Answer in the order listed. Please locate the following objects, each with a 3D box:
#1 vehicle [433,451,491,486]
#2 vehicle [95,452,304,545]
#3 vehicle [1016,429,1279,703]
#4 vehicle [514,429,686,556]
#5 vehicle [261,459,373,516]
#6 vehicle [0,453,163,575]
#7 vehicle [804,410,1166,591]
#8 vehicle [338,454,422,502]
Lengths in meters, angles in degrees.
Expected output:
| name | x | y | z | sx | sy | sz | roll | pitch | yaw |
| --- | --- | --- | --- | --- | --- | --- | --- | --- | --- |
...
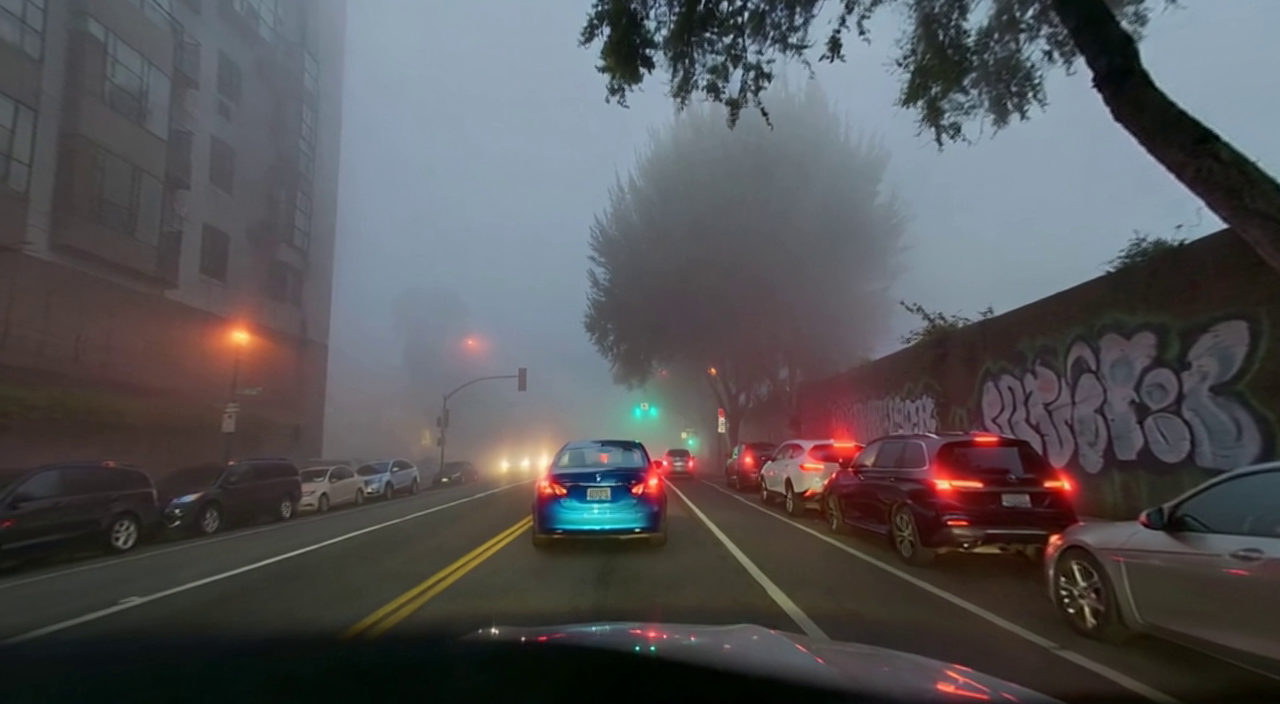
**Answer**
| name | x | y | z | sx | sy | sz | roll | pitch | yaw |
| --- | --- | --- | --- | --- | --- | --- | --- | --- | --- |
| vehicle | -10.930 | 7.147 | 39.199 | 2.199 | 1.717 | 4.888 | -6 | -8 | -2 |
| vehicle | -10.942 | 3.588 | 16.211 | 2.276 | 1.741 | 4.439 | -6 | -8 | -1 |
| vehicle | 4.195 | 1.179 | 3.064 | 1.955 | 1.535 | 4.266 | 2 | -8 | -3 |
| vehicle | -0.521 | 2.096 | 10.203 | 2.166 | 1.579 | 4.300 | 0 | -8 | 0 |
| vehicle | -11.013 | 4.602 | 21.888 | 1.741 | 1.506 | 4.370 | -4 | -8 | -2 |
| vehicle | -10.824 | 2.738 | 10.690 | 1.988 | 1.781 | 4.827 | -5 | -8 | -3 |
| vehicle | 4.194 | 1.879 | 9.078 | 2.097 | 1.811 | 5.230 | 0 | -8 | -2 |
| vehicle | -11.058 | 5.340 | 27.178 | 1.822 | 1.639 | 4.144 | -7 | -8 | 0 |
